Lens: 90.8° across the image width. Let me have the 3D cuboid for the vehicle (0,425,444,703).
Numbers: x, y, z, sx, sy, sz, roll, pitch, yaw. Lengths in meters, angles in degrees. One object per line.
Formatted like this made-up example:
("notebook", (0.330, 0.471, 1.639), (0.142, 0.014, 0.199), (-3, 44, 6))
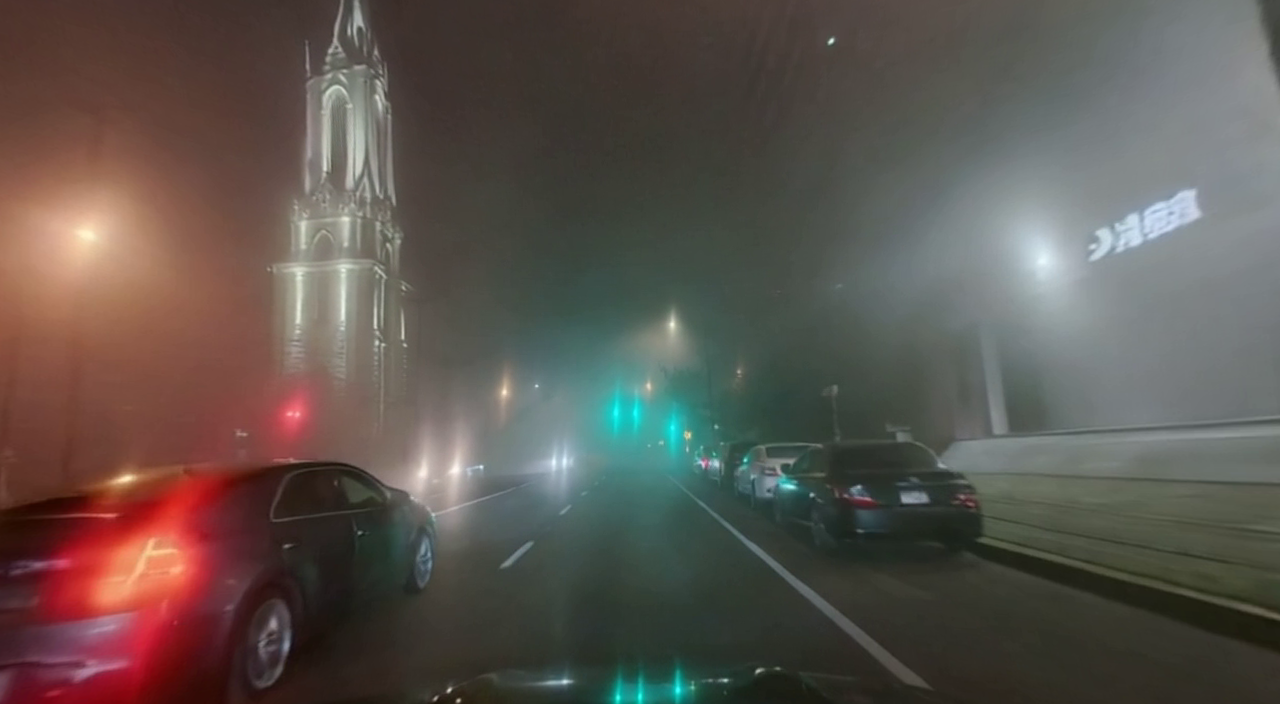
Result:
("vehicle", (-3.320, 1.431, 4.932), (2.089, 1.547, 4.635), (0, -8, 0))

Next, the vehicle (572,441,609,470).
("vehicle", (-3.550, 7.492, 45.904), (2.293, 1.936, 4.737), (0, -8, 0))

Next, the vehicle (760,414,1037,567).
("vehicle", (3.297, 1.878, 9.339), (2.206, 1.664, 4.578), (-1, -9, 1))

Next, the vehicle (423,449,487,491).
("vehicle", (-9.084, 5.788, 31.351), (1.965, 1.868, 4.012), (0, -8, 0))
